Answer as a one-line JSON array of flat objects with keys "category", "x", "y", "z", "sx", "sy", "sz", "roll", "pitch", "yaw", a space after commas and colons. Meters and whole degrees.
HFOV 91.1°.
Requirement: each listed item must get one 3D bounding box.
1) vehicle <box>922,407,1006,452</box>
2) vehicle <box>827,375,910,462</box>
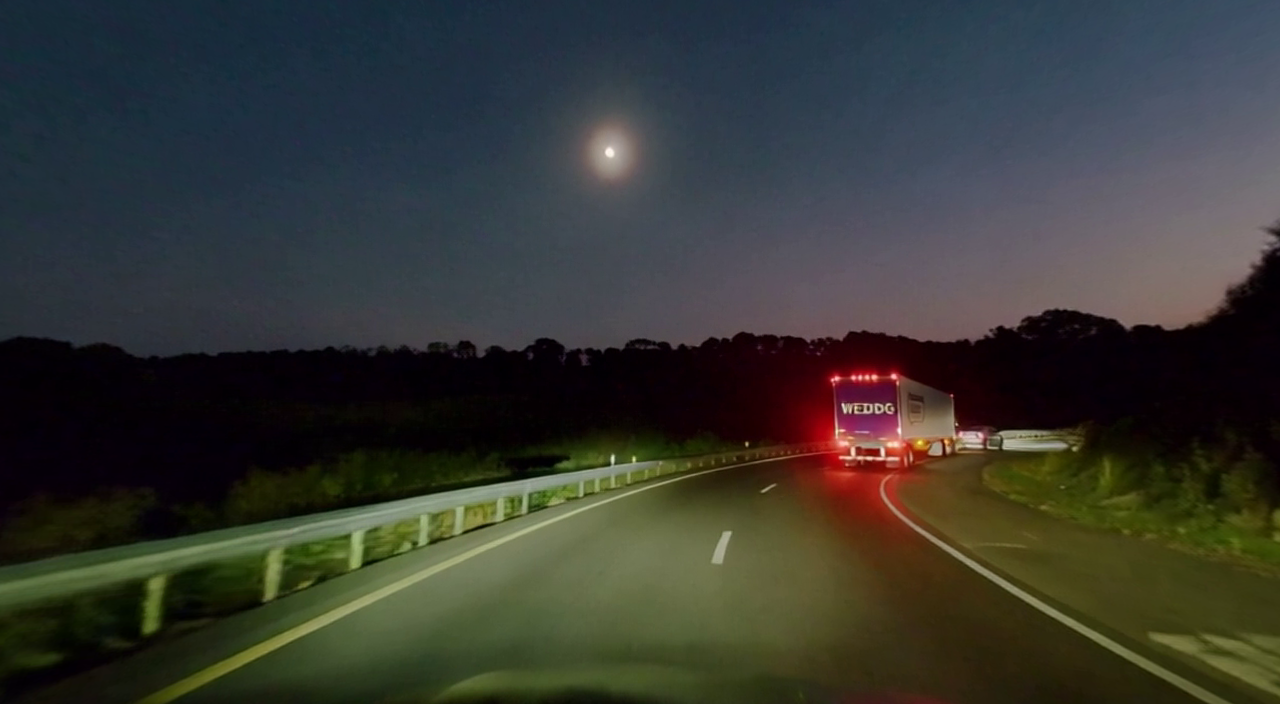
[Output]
[{"category": "vehicle", "x": 19.890, "y": 4.758, "z": 38.397, "sx": 6.650, "sy": 2.524, "sz": 2.120, "roll": 7, "pitch": -10, "yaw": -41}, {"category": "vehicle", "x": 10.817, "y": 3.178, "z": 29.650, "sx": 2.963, "sy": 3.771, "sz": 3.137, "roll": -4, "pitch": -9, "yaw": 30}]
